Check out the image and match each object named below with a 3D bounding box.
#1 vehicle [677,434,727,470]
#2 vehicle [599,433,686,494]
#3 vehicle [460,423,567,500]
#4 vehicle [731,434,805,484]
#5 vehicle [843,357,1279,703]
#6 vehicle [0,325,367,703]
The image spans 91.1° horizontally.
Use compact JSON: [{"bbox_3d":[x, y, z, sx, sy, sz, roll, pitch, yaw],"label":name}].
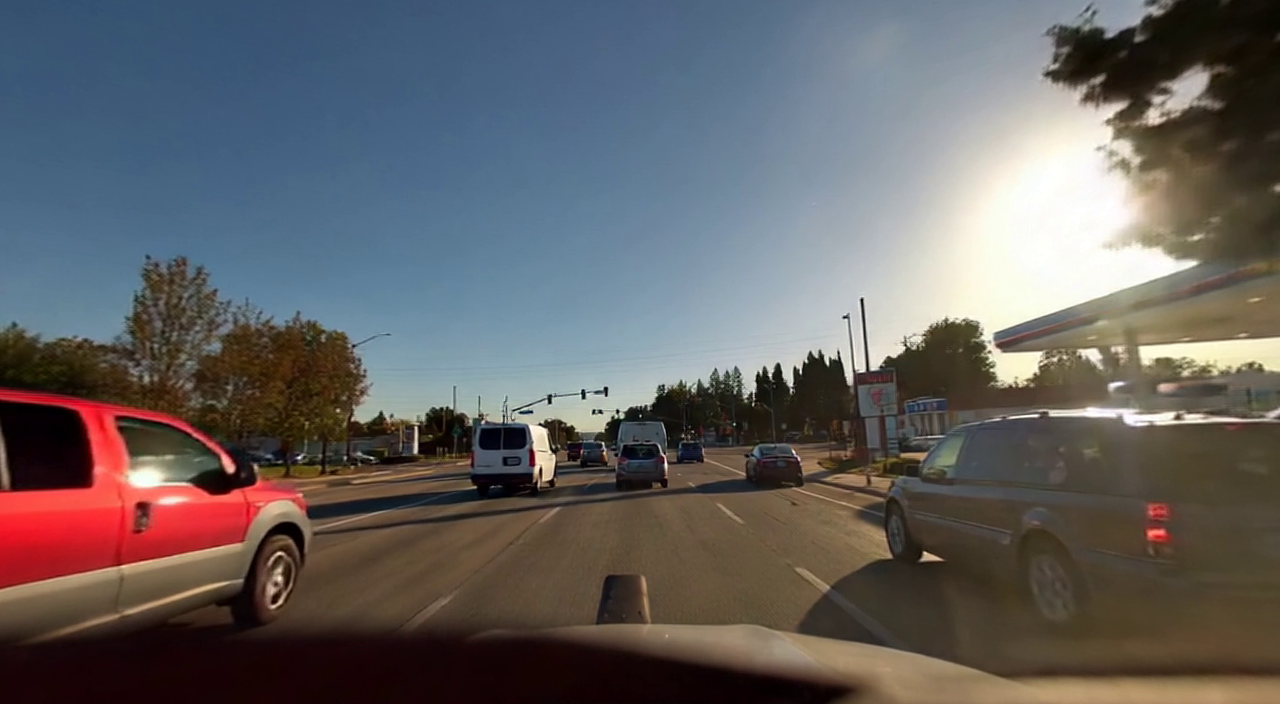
[{"bbox_3d":[3.298,5.423,34.338,2.193,1.795,5.130,0,-8,0],"label":"vehicle"},{"bbox_3d":[0.062,3.541,20.466,2.426,1.703,5.602,0,-8,0],"label":"vehicle"},{"bbox_3d":[-3.505,3.151,18.477,2.025,1.936,4.995,0,-8,1],"label":"vehicle"},{"bbox_3d":[4.749,4.040,23.993,2.119,1.696,4.623,-1,-8,4],"label":"vehicle"},{"bbox_3d":[3.644,1.262,5.520,2.055,1.786,4.817,0,-8,0],"label":"vehicle"},{"bbox_3d":[-3.495,0.850,2.955,2.002,1.747,5.173,0,-8,1],"label":"vehicle"}]
